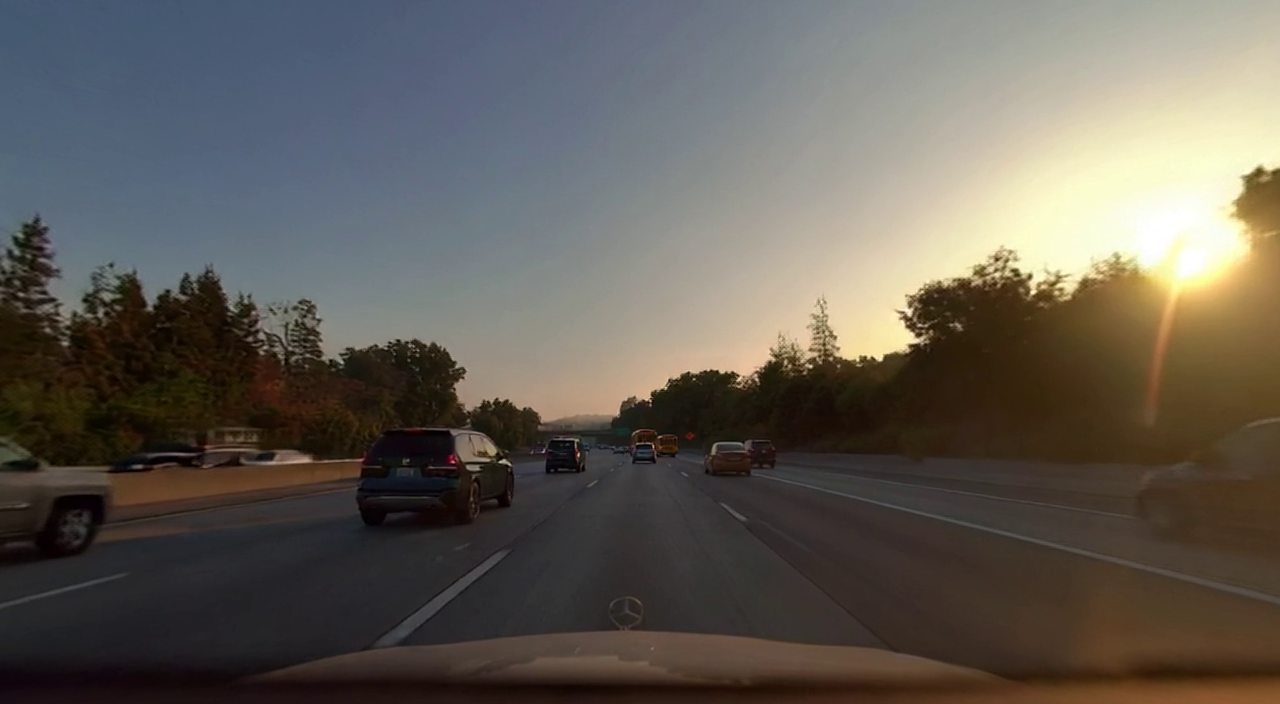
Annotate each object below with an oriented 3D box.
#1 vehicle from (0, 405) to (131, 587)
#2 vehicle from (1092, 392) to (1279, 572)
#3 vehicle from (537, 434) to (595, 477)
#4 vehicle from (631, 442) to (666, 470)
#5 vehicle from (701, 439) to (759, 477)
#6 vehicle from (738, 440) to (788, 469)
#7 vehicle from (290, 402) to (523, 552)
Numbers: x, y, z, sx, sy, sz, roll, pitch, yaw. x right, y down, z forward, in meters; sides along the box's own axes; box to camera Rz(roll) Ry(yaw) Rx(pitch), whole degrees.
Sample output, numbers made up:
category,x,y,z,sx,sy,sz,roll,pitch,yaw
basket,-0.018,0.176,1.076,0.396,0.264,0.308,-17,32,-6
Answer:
category,x,y,z,sx,sy,sz,roll,pitch,yaw
vehicle,-7.658,1.354,5.664,2.072,1.852,4.760,-1,-9,2
vehicle,7.923,1.391,6.813,2.227,1.895,5.197,0,-9,1
vehicle,-3.451,4.931,30.245,2.155,1.843,4.567,0,-8,1
vehicle,0.501,6.328,38.529,2.042,1.632,3.654,0,-8,1
vehicle,4.266,5.080,30.589,2.050,1.661,4.636,0,-8,-1
vehicle,8.158,6.854,42.394,2.191,1.807,5.692,0,-8,0
vehicle,-3.405,1.926,10.332,2.016,1.898,4.458,0,-8,1
